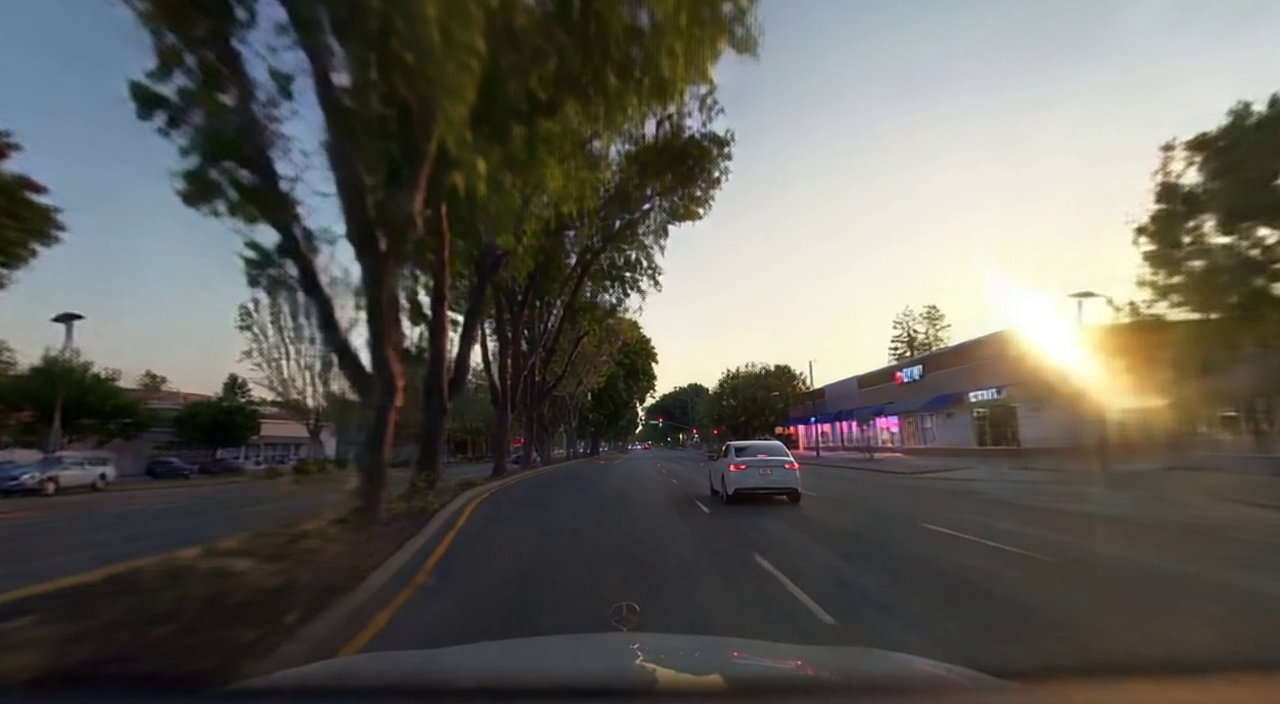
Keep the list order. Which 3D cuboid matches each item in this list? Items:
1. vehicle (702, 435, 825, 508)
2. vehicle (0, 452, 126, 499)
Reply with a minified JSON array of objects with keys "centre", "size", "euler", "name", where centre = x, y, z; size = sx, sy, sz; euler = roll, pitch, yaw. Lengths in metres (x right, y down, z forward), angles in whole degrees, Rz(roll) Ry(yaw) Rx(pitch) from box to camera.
[{"centre":[2.780,2.811,15.313],"size":[2.015,1.479,4.444],"euler":[0,-9,-1],"name":"vehicle"},{"centre":[-28.545,5.785,29.818],"size":[6.011,2.042,2.375],"euler":[5,-10,-31],"name":"vehicle"}]
